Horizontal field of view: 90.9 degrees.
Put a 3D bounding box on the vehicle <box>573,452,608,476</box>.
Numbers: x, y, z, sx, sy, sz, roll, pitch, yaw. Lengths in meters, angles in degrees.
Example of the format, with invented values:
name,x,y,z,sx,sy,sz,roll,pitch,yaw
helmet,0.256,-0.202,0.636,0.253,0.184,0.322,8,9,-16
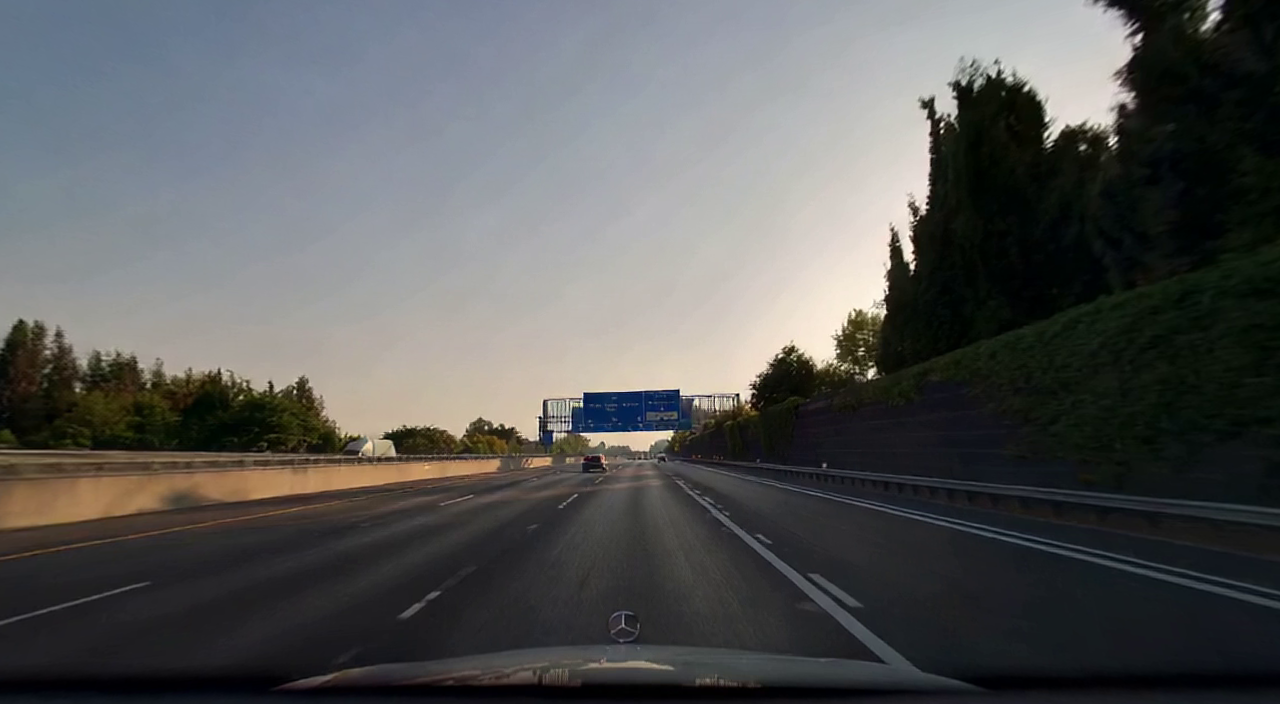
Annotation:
name,x,y,z,sx,sy,sz,roll,pitch,yaw
vehicle,-3.320,7.612,42.888,2.041,1.512,3.996,0,-9,1
